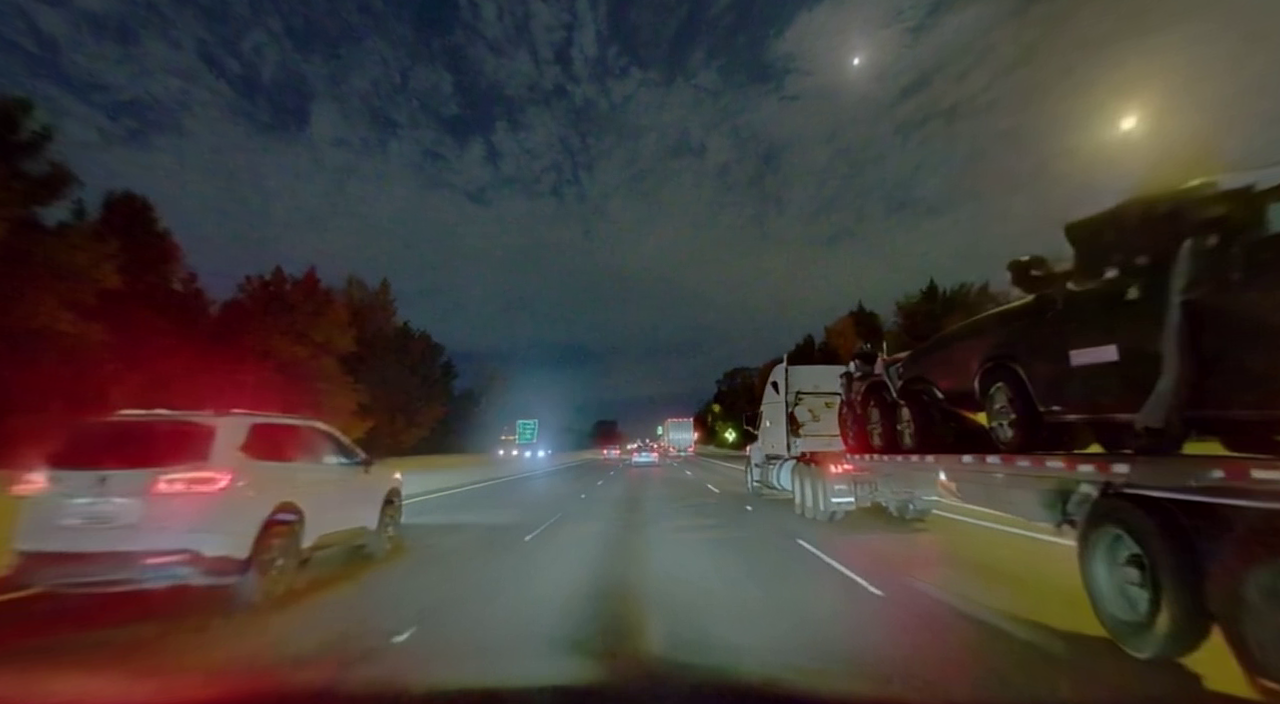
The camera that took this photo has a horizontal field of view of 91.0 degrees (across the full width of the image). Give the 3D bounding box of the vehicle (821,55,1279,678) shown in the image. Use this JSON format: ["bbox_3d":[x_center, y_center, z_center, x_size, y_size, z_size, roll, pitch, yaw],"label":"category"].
[{"bbox_3d":[4.956,0.325,5.014,3.150,3.257,13.098,0,-8,0],"label":"vehicle"}]

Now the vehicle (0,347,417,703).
[{"bbox_3d":[-3.553,1.122,4.543,2.077,1.669,4.739,0,-8,1],"label":"vehicle"}]

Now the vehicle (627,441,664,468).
[{"bbox_3d":[0.329,6.155,38.011,2.152,1.484,4.211,0,-8,1],"label":"vehicle"}]
